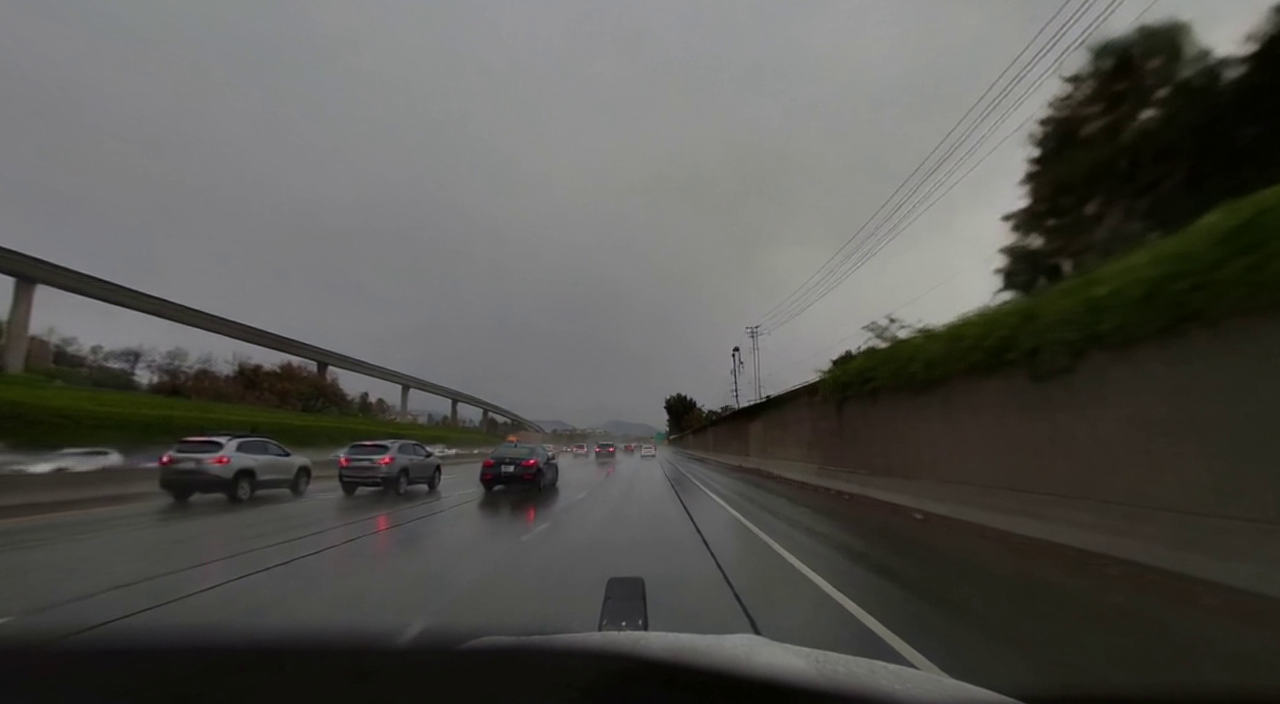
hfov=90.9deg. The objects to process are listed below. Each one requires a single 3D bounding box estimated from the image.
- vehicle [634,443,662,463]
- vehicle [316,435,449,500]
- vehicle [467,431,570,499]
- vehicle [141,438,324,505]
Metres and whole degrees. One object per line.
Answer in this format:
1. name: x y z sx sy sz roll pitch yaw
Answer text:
1. vehicle: 0.550 7.678 48.256 2.074 1.465 3.977 0 -8 -1
2. vehicle: -7.227 3.255 18.222 1.959 1.652 4.170 0 -8 2
3. vehicle: -3.421 3.268 18.673 2.052 1.731 4.372 0 -8 2
4. vehicle: -11.097 3.255 17.709 1.951 1.628 4.617 0 -8 1
